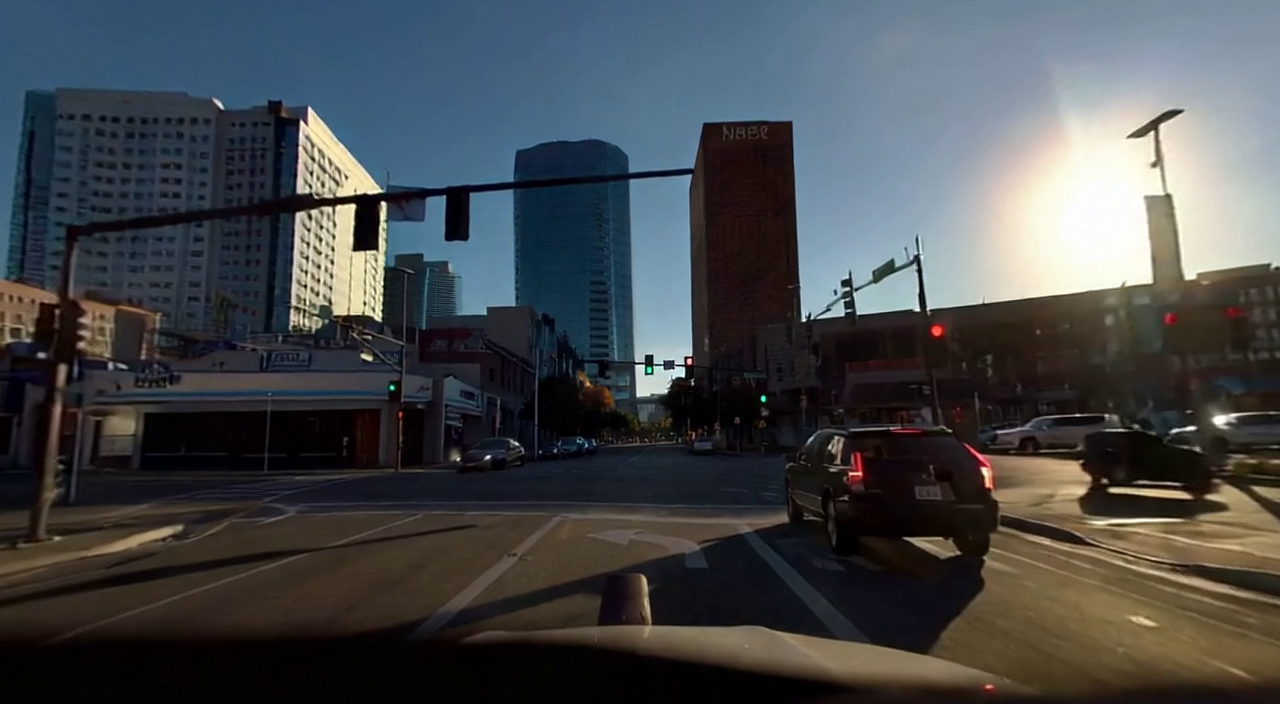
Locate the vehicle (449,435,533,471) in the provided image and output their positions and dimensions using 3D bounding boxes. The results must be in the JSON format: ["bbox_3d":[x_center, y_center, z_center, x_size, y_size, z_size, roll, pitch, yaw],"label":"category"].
[{"bbox_3d":[-7.676,5.231,32.932,1.972,1.693,4.516,-4,-9,22],"label":"vehicle"}]

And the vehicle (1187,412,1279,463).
[{"bbox_3d":[21.522,2.913,21.424,4.095,1.640,1.848,0,-8,0],"label":"vehicle"}]

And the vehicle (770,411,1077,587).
[{"bbox_3d":[2.965,1.612,7.679,1.947,1.576,3.825,0,-8,0],"label":"vehicle"}]

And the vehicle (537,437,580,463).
[{"bbox_3d":[-5.590,6.805,43.861,2.115,1.690,4.322,-1,-8,4],"label":"vehicle"}]

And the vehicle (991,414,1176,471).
[{"bbox_3d":[14.631,3.014,21.023,4.611,1.778,1.939,0,-8,0],"label":"vehicle"}]
